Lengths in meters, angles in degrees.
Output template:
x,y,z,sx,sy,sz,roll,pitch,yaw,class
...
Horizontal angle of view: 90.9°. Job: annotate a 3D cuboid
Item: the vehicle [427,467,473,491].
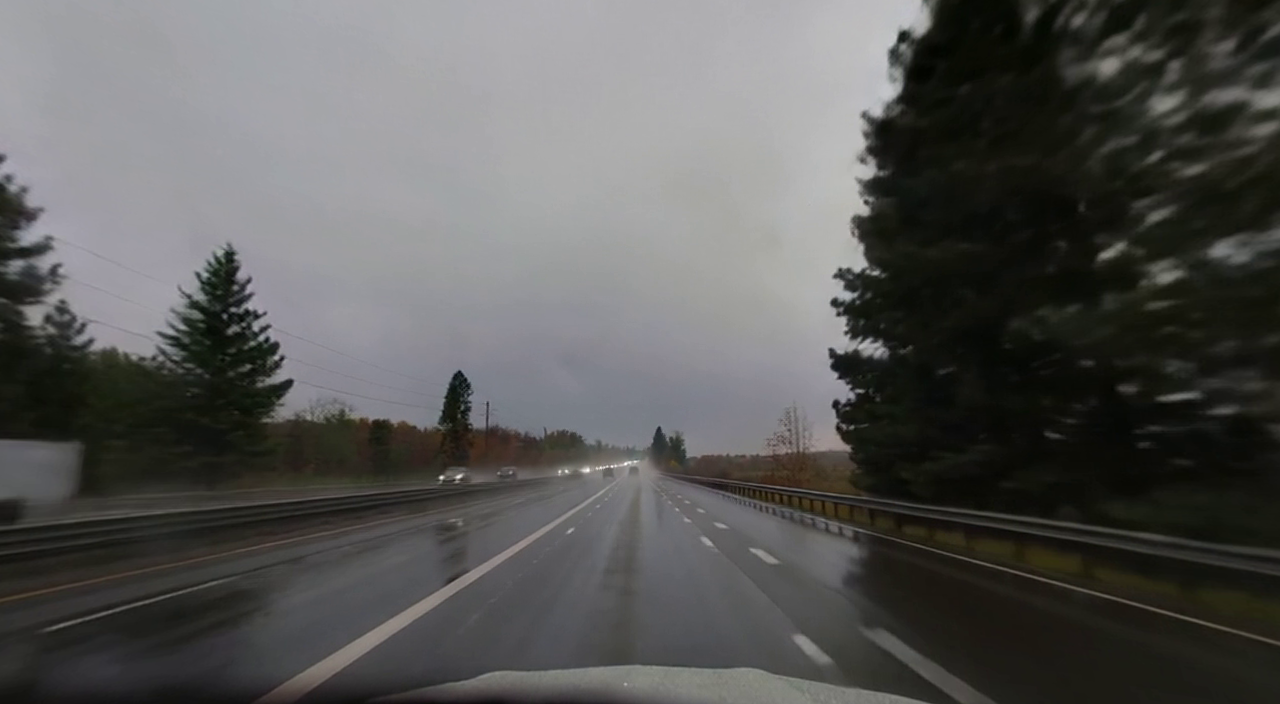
x,y,z,sx,sy,sz,roll,pitch,yaw,class
-13.264,8.896,44.170,1.868,1.526,4.154,1,-11,1,vehicle
